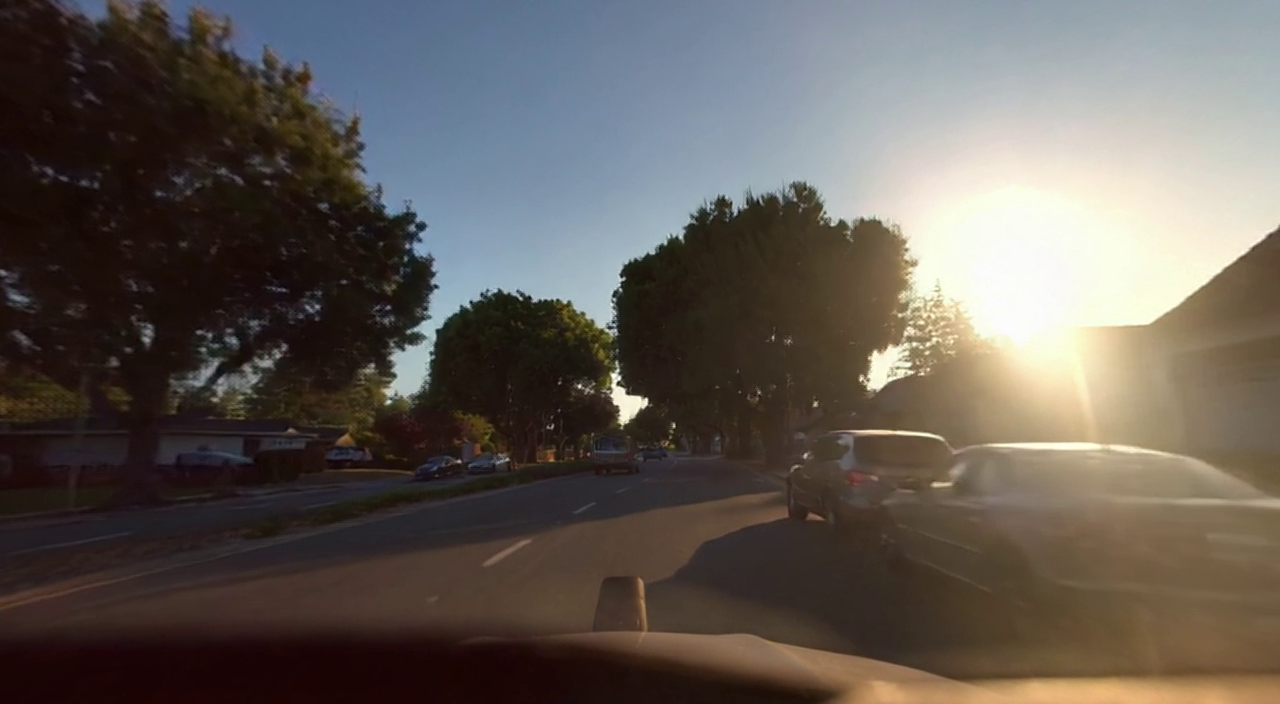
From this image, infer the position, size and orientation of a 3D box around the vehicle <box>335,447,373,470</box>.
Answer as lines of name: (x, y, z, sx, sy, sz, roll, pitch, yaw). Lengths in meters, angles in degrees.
vehicle: (-21.795, 8.113, 48.255, 1.940, 1.554, 4.237, 2, -8, -15)

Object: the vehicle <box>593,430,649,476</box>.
vehicle: (-0.854, 5.031, 31.561, 2.085, 2.084, 5.133, -1, -9, 6)

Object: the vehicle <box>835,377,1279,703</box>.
vehicle: (3.113, 1.260, 4.724, 2.040, 1.643, 4.446, -1, -9, 2)

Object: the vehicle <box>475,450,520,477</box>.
vehicle: (-10.181, 7.973, 45.409, 2.002, 1.598, 4.366, -6, -9, 2)
